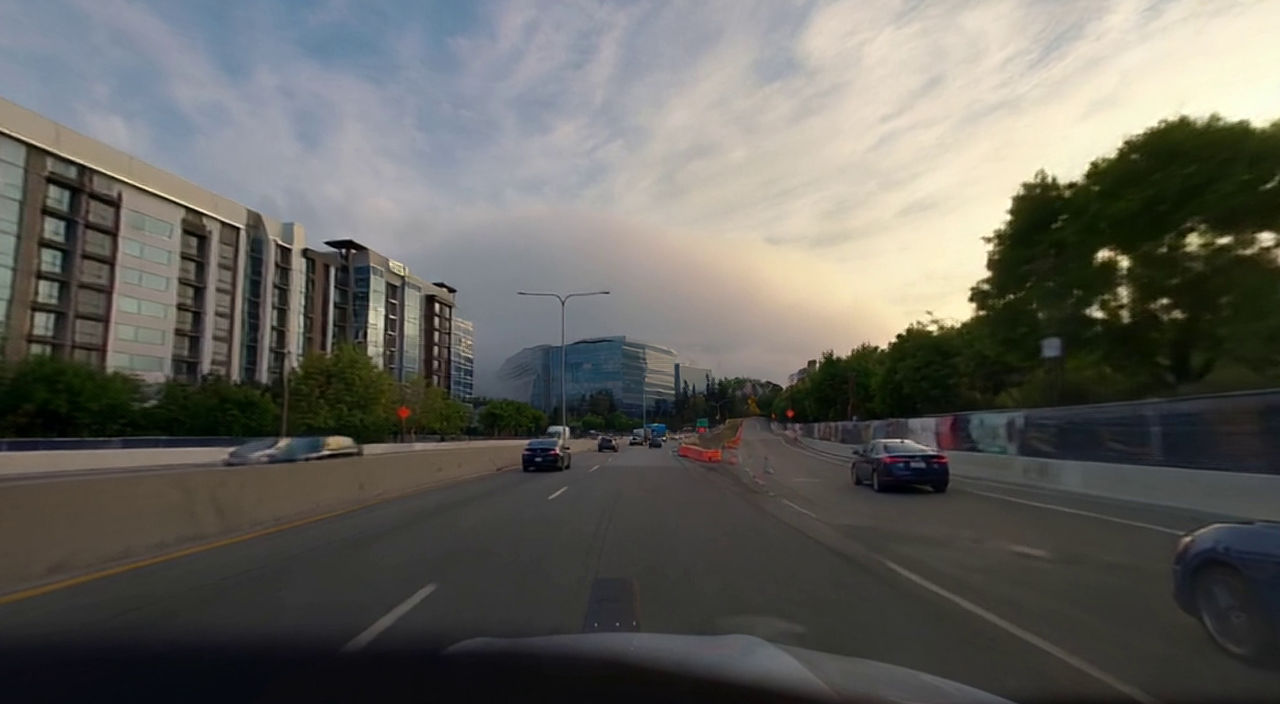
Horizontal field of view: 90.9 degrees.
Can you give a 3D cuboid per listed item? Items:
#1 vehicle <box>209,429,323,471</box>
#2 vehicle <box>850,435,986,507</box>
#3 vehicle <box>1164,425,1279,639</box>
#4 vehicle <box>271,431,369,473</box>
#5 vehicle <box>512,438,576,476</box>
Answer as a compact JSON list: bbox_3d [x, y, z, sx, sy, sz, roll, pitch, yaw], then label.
[{"bbox_3d":[-17.147,4.490,29.209,2.237,1.776,4.812,0,-8,1],"label":"vehicle"},{"bbox_3d":[6.431,2.742,15.047,1.913,1.499,3.581,-1,-8,6],"label":"vehicle"},{"bbox_3d":[5.267,1.107,3.301,1.784,1.471,3.935,-1,-8,4],"label":"vehicle"},{"bbox_3d":[-13.637,4.267,27.179,1.857,1.657,4.331,0,-8,2],"label":"vehicle"},{"bbox_3d":[-3.780,4.185,25.499,1.848,1.406,4.013,0,-8,2],"label":"vehicle"}]
